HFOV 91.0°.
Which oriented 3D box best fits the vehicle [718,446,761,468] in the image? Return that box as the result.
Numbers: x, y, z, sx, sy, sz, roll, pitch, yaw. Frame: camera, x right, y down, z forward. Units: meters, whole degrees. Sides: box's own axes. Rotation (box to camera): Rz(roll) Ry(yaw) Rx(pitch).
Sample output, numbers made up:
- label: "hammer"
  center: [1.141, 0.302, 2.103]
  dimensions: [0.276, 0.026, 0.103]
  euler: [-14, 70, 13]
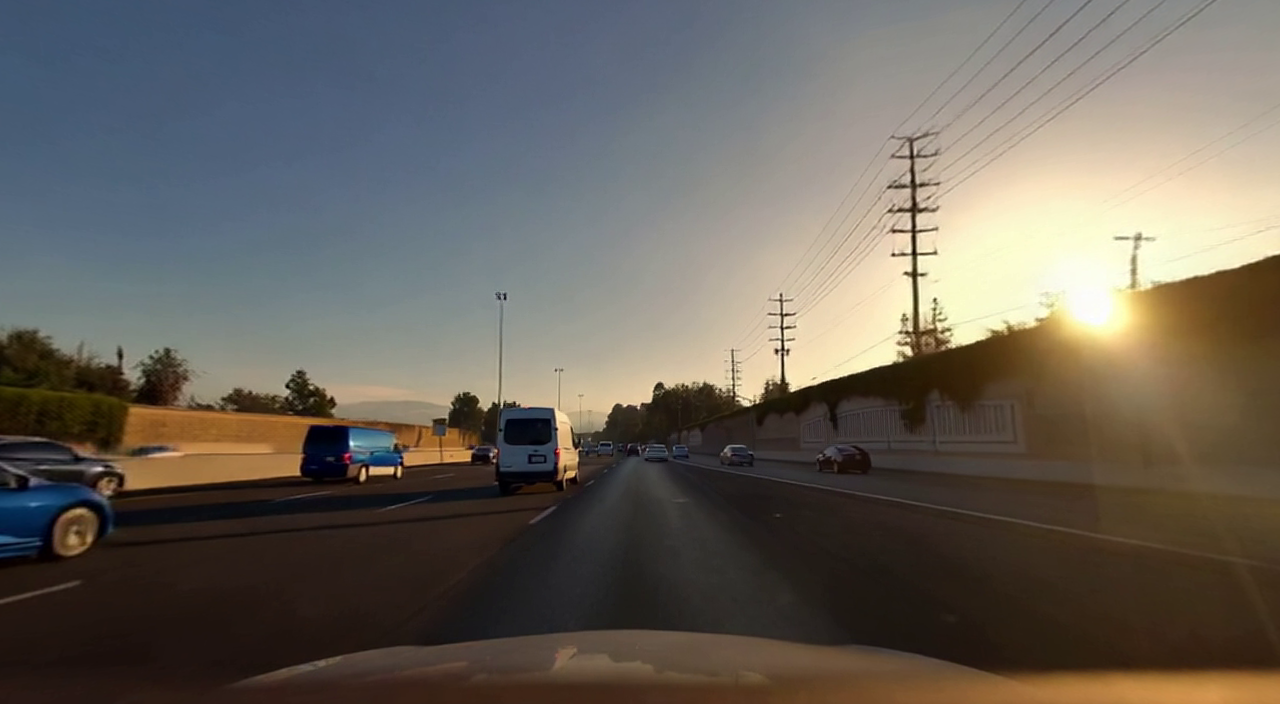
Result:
- label: "vehicle"
  center: [7.180, 7.637, 45.873]
  dimensions: [2.095, 1.504, 4.536]
  euler: [0, -9, -4]

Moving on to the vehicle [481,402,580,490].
- label: "vehicle"
  center: [-3.650, 3.335, 22.334]
  dimensions: [2.395, 2.660, 5.827]
  euler: [0, -9, 1]

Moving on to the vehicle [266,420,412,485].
- label: "vehicle"
  center: [-11.326, 3.869, 24.507]
  dimensions: [2.596, 2.162, 6.328]
  euler: [0, -9, -1]

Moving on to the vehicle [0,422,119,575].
- label: "vehicle"
  center: [-7.444, 1.351, 5.496]
  dimensions: [1.967, 1.525, 4.458]
  euler: [0, -9, 0]

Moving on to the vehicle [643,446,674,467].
- label: "vehicle"
  center: [1.311, 7.668, 46.340]
  dimensions: [2.084, 1.492, 4.137]
  euler: [0, -9, -1]

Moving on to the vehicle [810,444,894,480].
- label: "vehicle"
  center: [9.370, 4.904, 28.279]
  dimensions: [2.052, 1.470, 4.364]
  euler: [0, -9, -3]
